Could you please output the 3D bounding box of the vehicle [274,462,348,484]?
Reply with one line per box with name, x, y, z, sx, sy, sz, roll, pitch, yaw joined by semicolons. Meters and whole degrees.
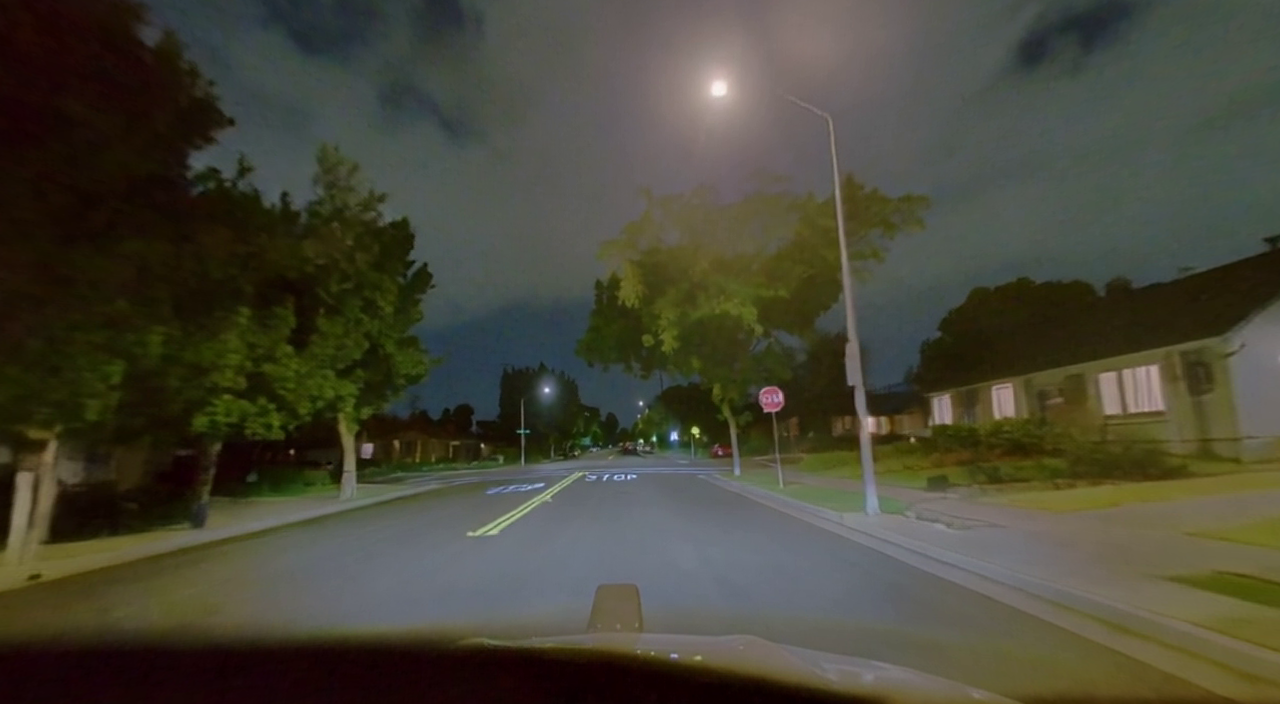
vehicle;-24.344;8.960;46.870;4.380;1.462;1.864;0;-9;-1
